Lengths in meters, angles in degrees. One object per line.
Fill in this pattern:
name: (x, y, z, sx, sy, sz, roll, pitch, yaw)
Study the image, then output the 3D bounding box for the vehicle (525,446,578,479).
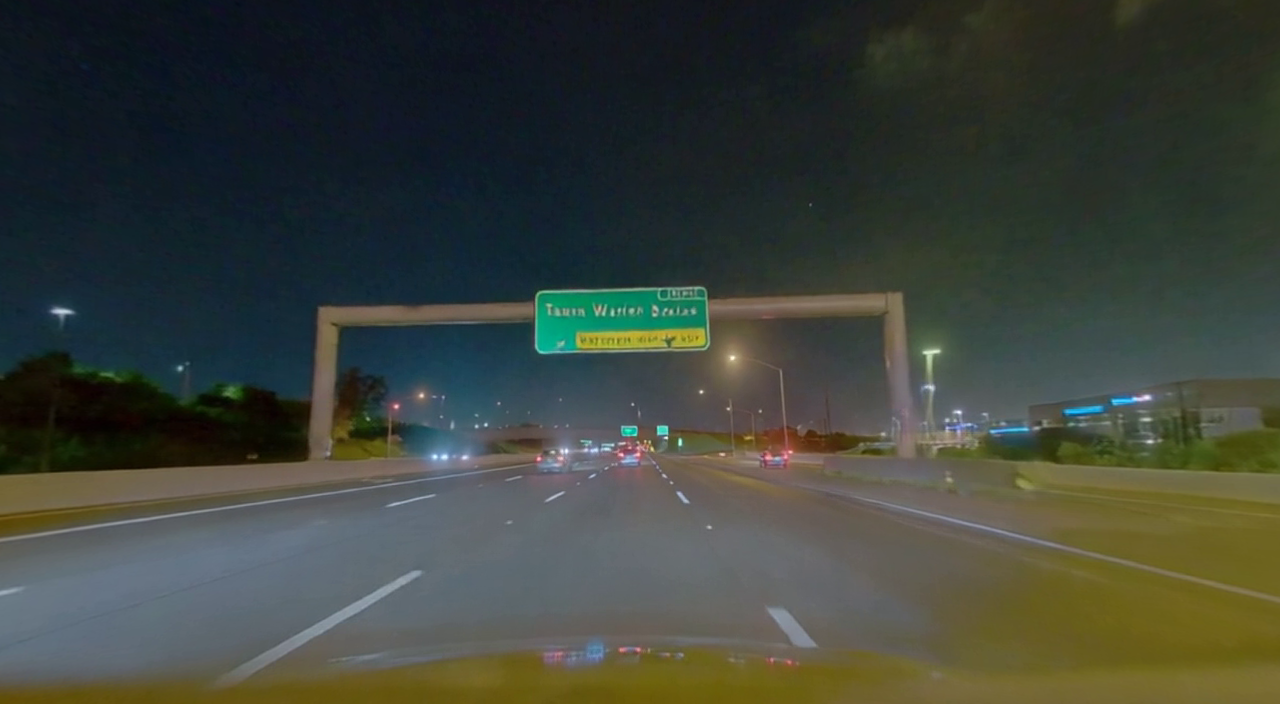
vehicle: (-4.480, 5.647, 32.495, 2.071, 1.553, 4.388, 0, -9, 1)

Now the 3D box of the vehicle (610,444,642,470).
vehicle: (-0.898, 7.300, 43.985, 2.102, 1.692, 4.057, 0, -9, 1)
